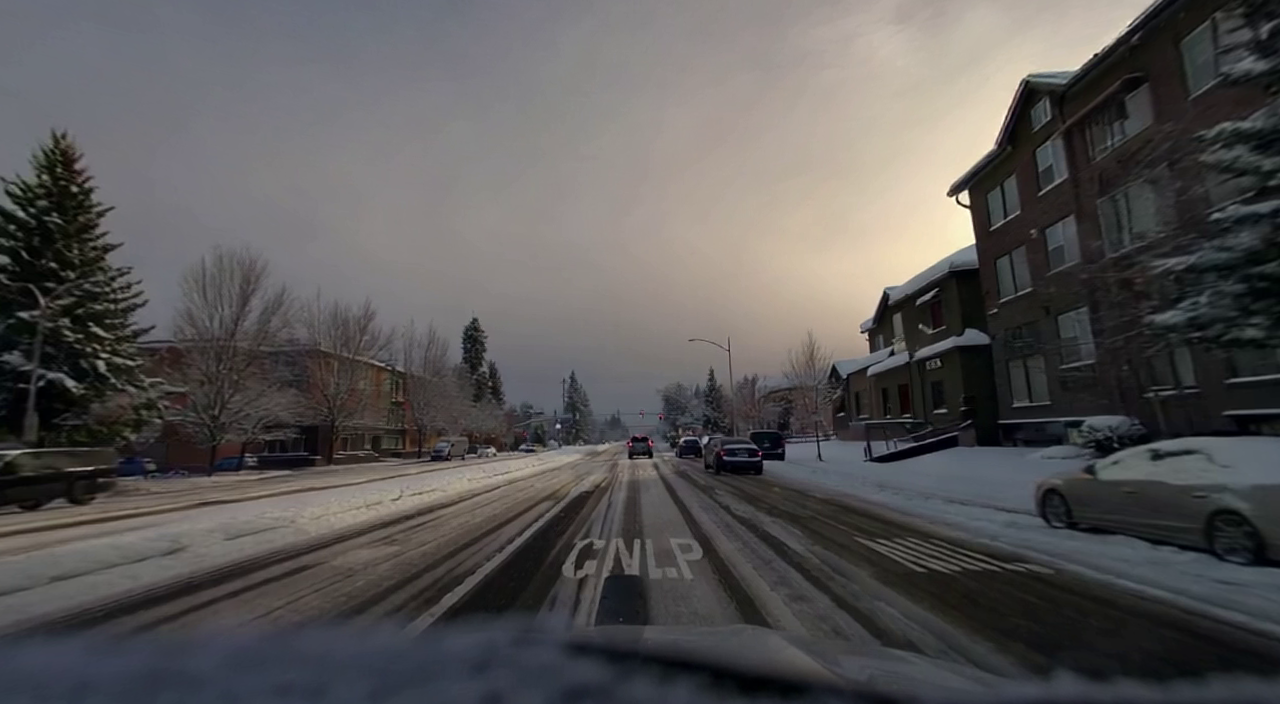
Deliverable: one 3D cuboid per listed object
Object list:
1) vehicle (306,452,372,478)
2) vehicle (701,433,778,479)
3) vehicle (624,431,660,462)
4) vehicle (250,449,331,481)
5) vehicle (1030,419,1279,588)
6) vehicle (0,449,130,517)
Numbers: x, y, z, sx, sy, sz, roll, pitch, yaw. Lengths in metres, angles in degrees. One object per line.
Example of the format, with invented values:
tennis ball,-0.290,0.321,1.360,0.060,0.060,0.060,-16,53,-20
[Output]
vehicle,-19.218,7.211,40.457,1.886,1.495,4.593,0,-8,1
vehicle,3.528,3.798,23.217,1.977,1.498,4.521,0,-8,-1
vehicle,0.108,6.139,41.082,2.239,1.856,4.815,0,-8,-1
vehicle,-22.363,7.203,40.596,2.113,1.865,5.128,-1,-8,2
vehicle,6.760,1.551,6.938,1.934,1.507,4.670,0,-8,0
vehicle,-19.078,4.008,19.705,2.080,1.846,4.948,0,-8,0
